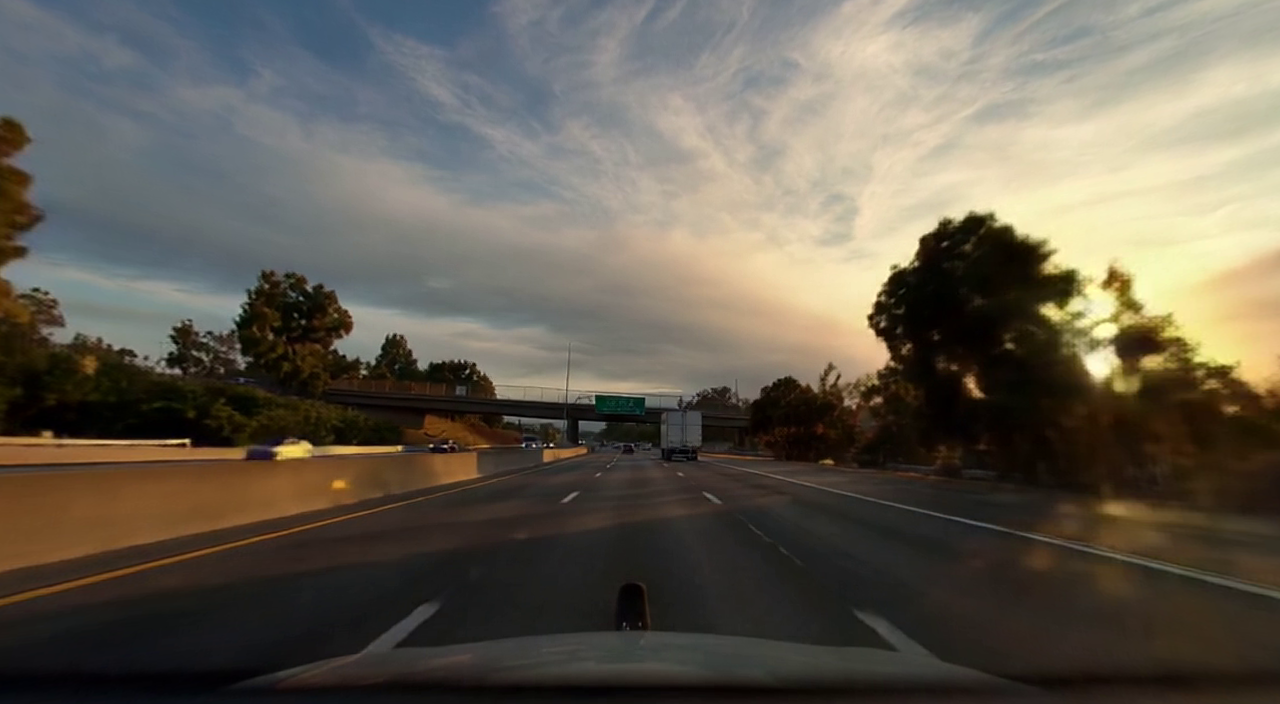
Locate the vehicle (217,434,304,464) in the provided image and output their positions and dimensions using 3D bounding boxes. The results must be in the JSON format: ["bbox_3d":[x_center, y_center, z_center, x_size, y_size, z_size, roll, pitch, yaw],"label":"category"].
[{"bbox_3d":[-19.686,5.063,32.903,1.787,1.457,4.417,0,-9,0],"label":"vehicle"}]
